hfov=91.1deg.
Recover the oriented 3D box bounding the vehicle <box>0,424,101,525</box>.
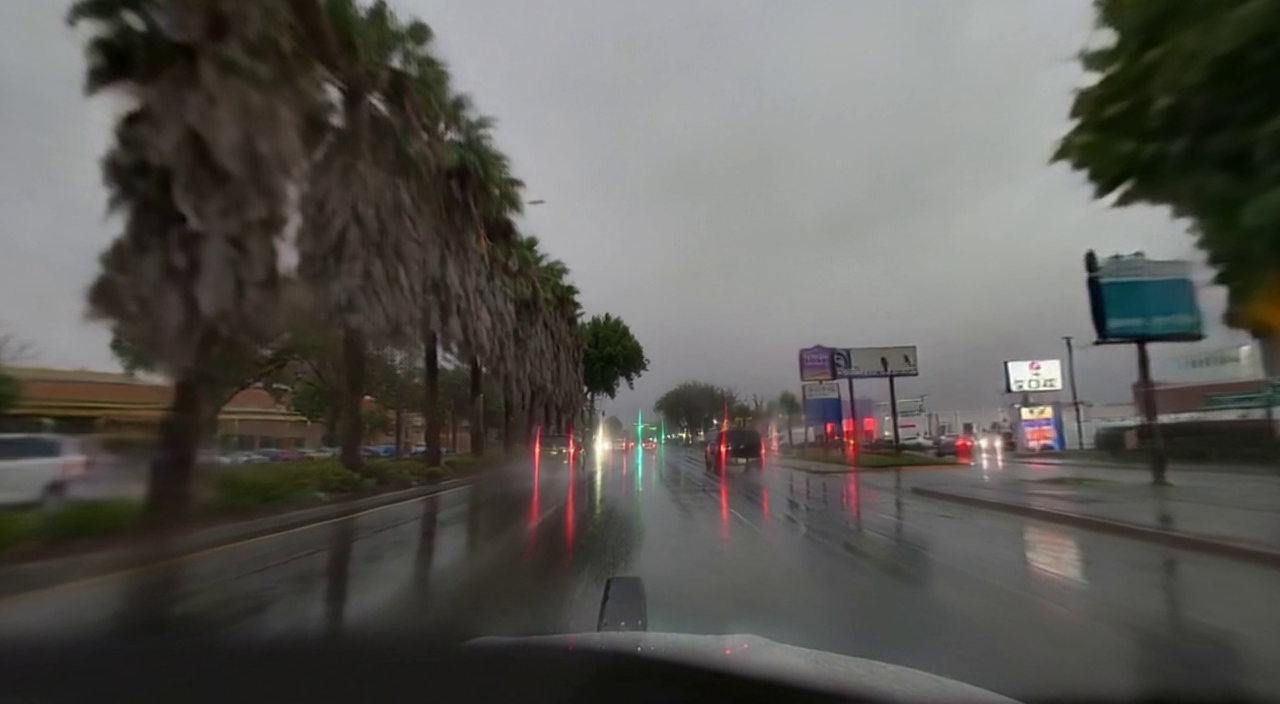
[{"bbox_3d":[-12.169,2.091,10.644,2.023,1.729,4.478,0,-8,0],"label":"vehicle"}]

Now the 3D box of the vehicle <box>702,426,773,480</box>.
[{"bbox_3d":[3.743,3.973,24.973,2.024,1.921,4.431,0,-8,-1],"label":"vehicle"}]

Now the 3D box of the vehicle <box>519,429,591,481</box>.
[{"bbox_3d":[-3.099,3.881,23.844,2.014,1.775,4.404,0,-8,1],"label":"vehicle"}]
